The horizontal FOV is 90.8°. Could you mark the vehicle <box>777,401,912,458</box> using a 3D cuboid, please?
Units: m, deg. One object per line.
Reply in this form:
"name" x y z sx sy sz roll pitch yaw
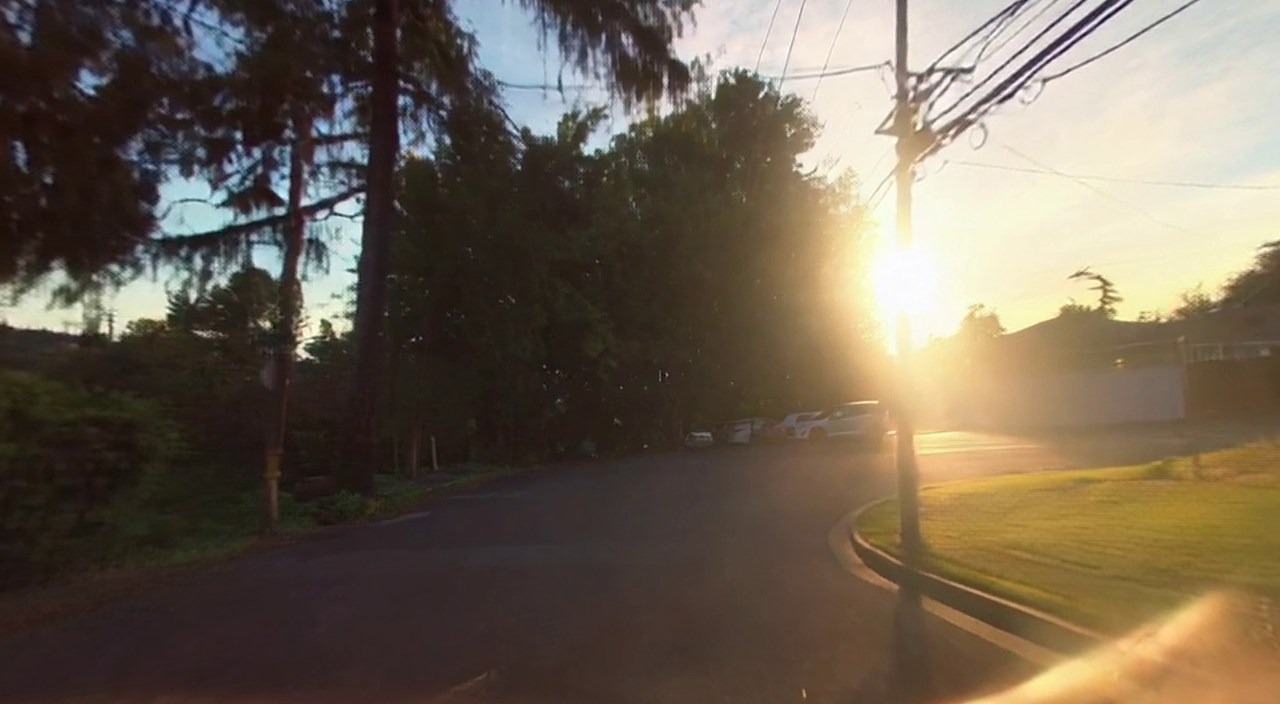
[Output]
"vehicle" 7.784 2.989 24.065 4.780 1.984 1.896 4 -9 -24
